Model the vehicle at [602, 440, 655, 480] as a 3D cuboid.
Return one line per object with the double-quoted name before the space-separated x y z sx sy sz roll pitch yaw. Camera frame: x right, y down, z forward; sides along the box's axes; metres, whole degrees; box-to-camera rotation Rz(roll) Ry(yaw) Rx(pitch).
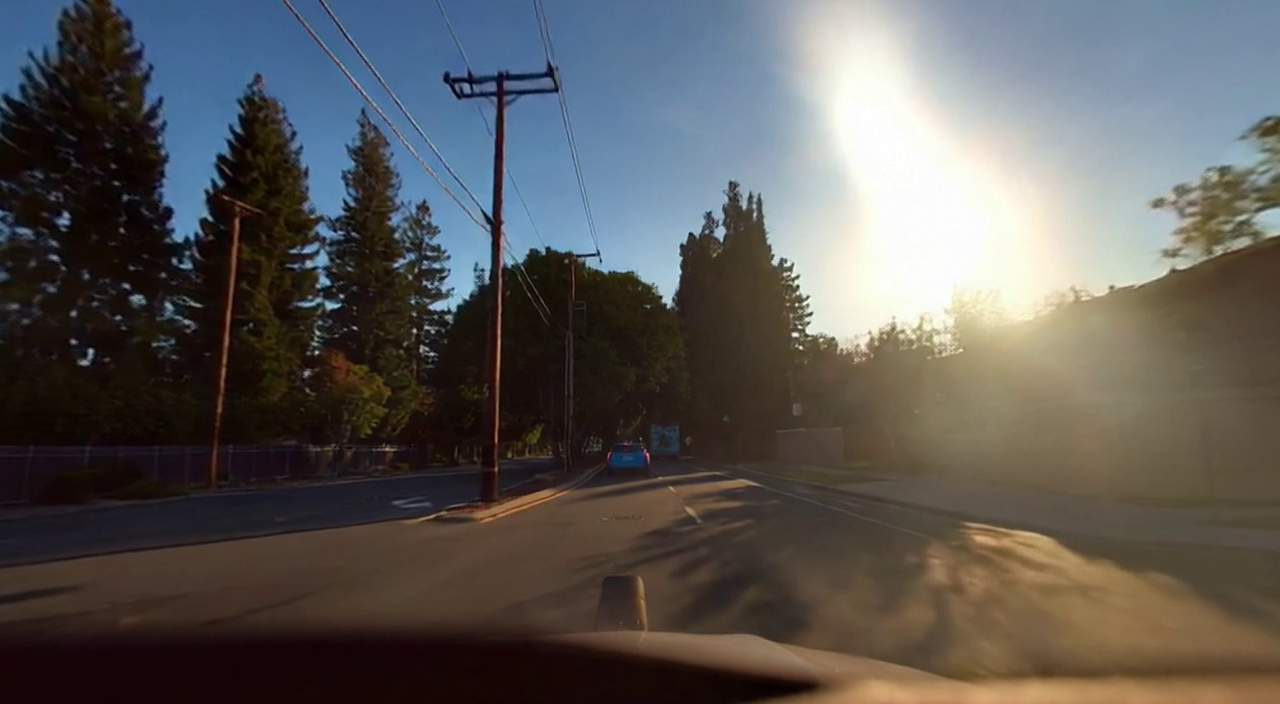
"vehicle" -0.463 4.419 26.150 2.018 1.511 3.993 0 -8 -1
